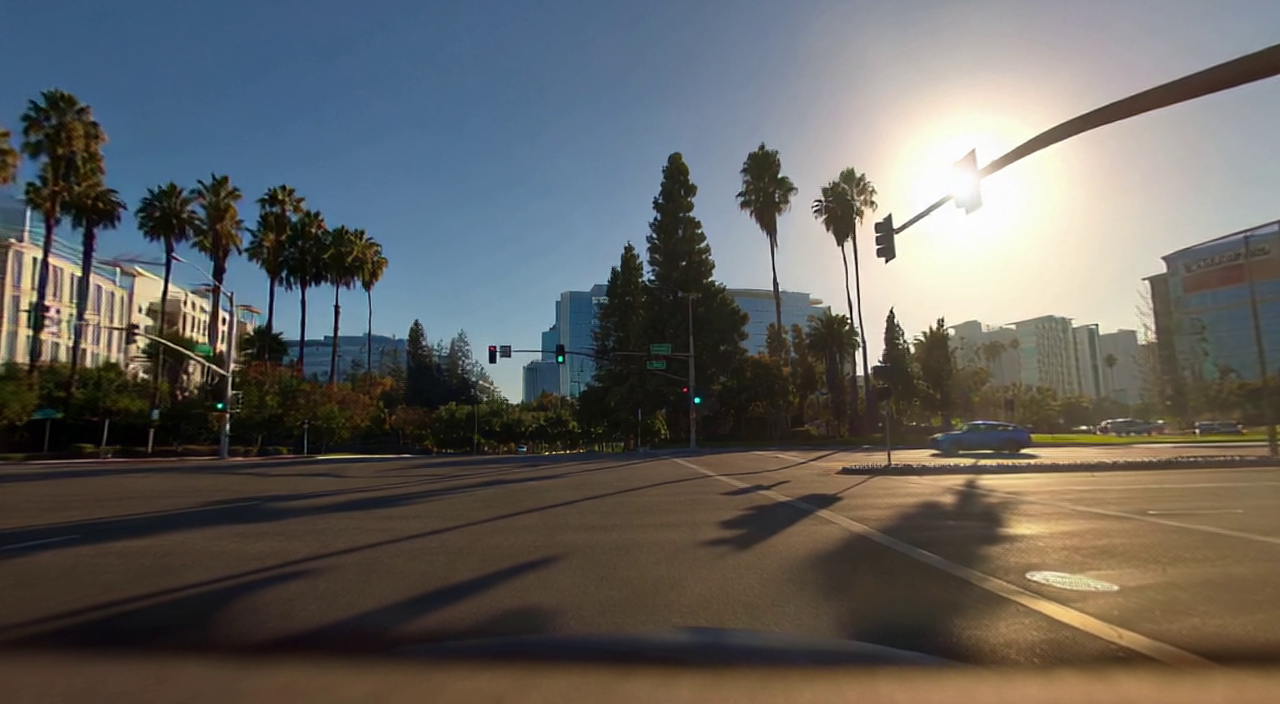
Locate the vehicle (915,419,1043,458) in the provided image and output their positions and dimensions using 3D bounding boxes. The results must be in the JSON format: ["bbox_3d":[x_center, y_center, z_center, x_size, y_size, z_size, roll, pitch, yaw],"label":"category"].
[{"bbox_3d":[15.794,4.063,29.439,4.820,1.751,2.050,0,-8,-2],"label":"vehicle"}]
